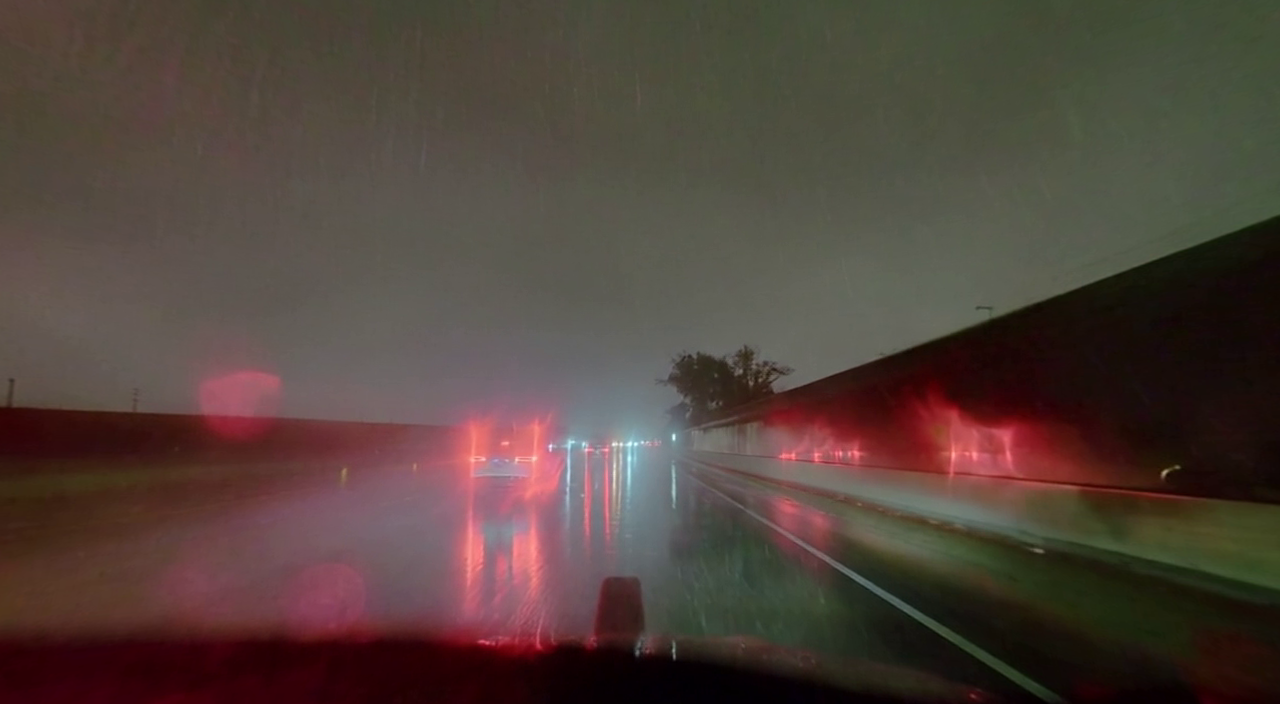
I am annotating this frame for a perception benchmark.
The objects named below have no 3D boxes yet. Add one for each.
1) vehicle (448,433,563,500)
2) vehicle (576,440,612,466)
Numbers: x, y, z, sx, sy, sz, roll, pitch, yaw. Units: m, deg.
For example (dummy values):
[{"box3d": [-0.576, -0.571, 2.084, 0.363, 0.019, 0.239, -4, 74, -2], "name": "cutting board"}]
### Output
[{"box3d": [-3.457, 3.045, 17.110, 2.195, 1.573, 4.176, 0, -9, 0], "name": "vehicle"}, {"box3d": [-3.094, 6.977, 43.496, 2.133, 1.683, 4.340, 0, -9, 1], "name": "vehicle"}]
